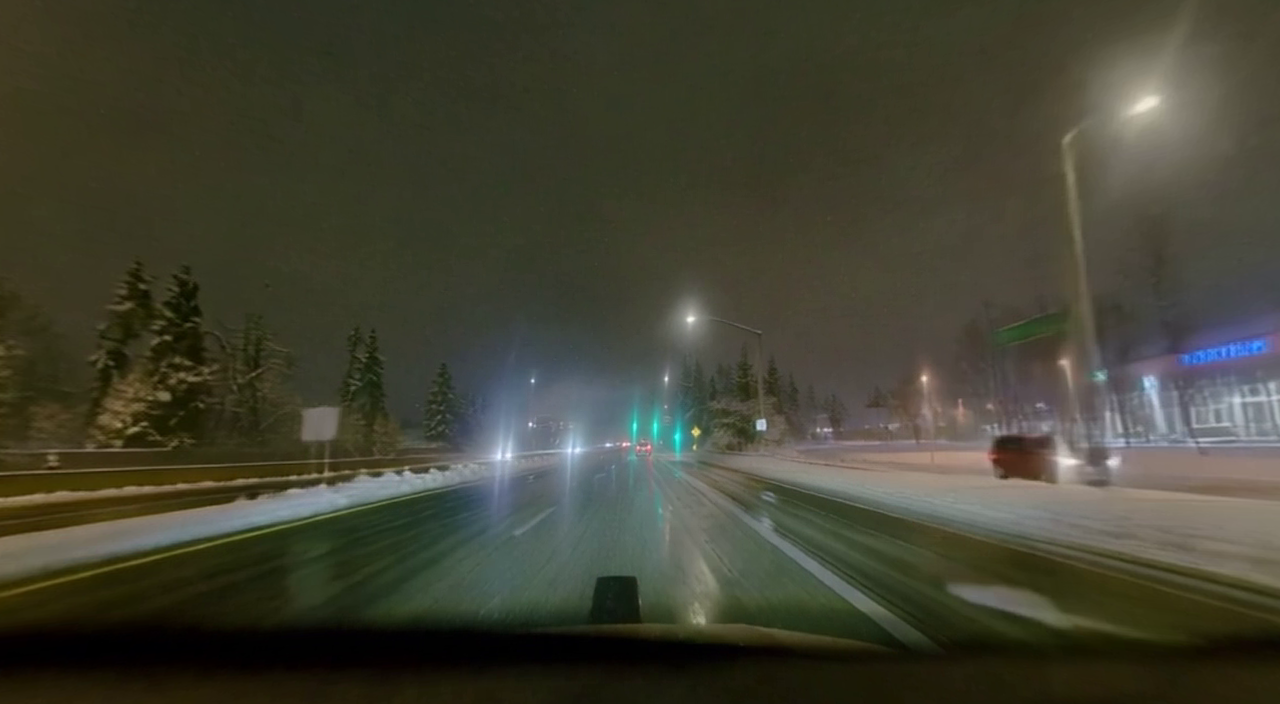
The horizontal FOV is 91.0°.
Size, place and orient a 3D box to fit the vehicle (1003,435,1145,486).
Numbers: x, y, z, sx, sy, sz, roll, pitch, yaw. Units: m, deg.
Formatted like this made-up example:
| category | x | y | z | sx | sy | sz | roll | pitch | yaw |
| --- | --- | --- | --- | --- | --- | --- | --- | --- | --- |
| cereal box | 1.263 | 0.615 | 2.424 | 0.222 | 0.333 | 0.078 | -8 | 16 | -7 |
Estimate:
| category | x | y | z | sx | sy | sz | roll | pitch | yaw |
| --- | --- | --- | --- | --- | --- | --- | --- | --- | --- |
| vehicle | 16.106 | 4.035 | 23.734 | 2.037 | 1.718 | 4.610 | 0 | -9 | 0 |
